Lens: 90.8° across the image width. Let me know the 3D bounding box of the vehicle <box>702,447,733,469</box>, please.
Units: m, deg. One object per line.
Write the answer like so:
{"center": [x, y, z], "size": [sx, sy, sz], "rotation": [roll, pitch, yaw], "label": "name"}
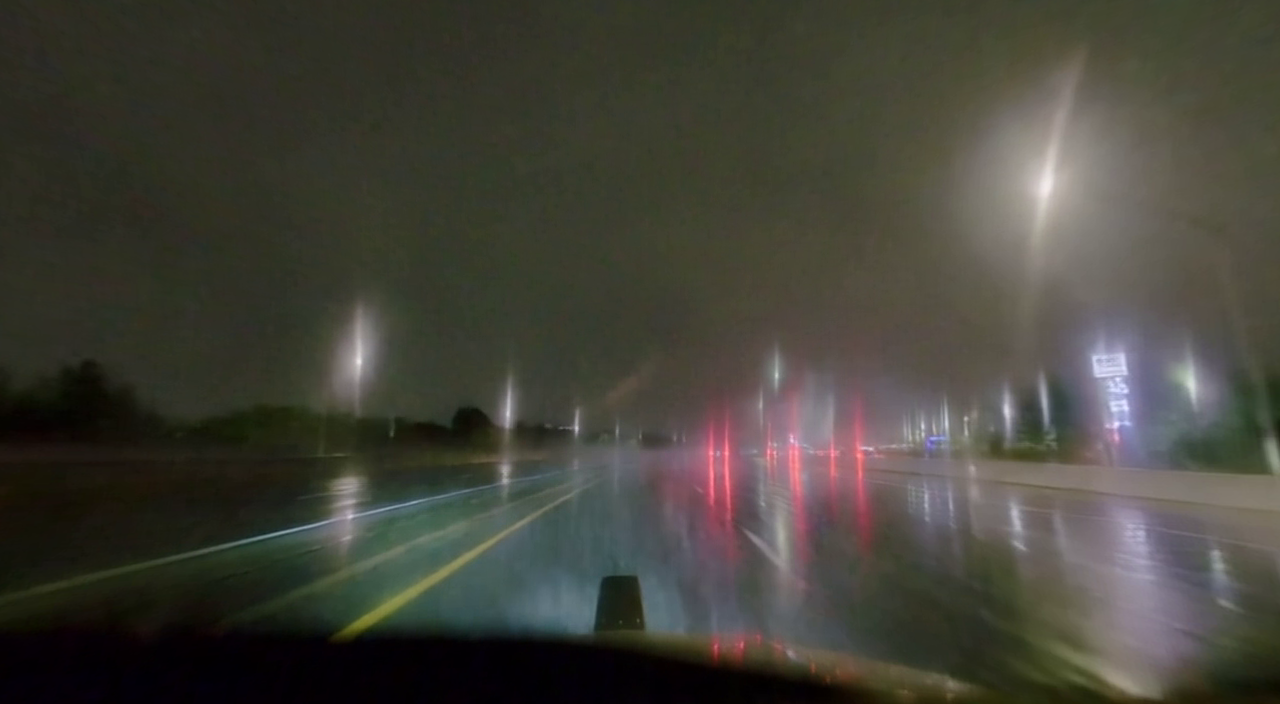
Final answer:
{"center": [5.467, 7.541, 45.135], "size": [1.874, 1.506, 4.116], "rotation": [-1, -9, 3], "label": "vehicle"}
